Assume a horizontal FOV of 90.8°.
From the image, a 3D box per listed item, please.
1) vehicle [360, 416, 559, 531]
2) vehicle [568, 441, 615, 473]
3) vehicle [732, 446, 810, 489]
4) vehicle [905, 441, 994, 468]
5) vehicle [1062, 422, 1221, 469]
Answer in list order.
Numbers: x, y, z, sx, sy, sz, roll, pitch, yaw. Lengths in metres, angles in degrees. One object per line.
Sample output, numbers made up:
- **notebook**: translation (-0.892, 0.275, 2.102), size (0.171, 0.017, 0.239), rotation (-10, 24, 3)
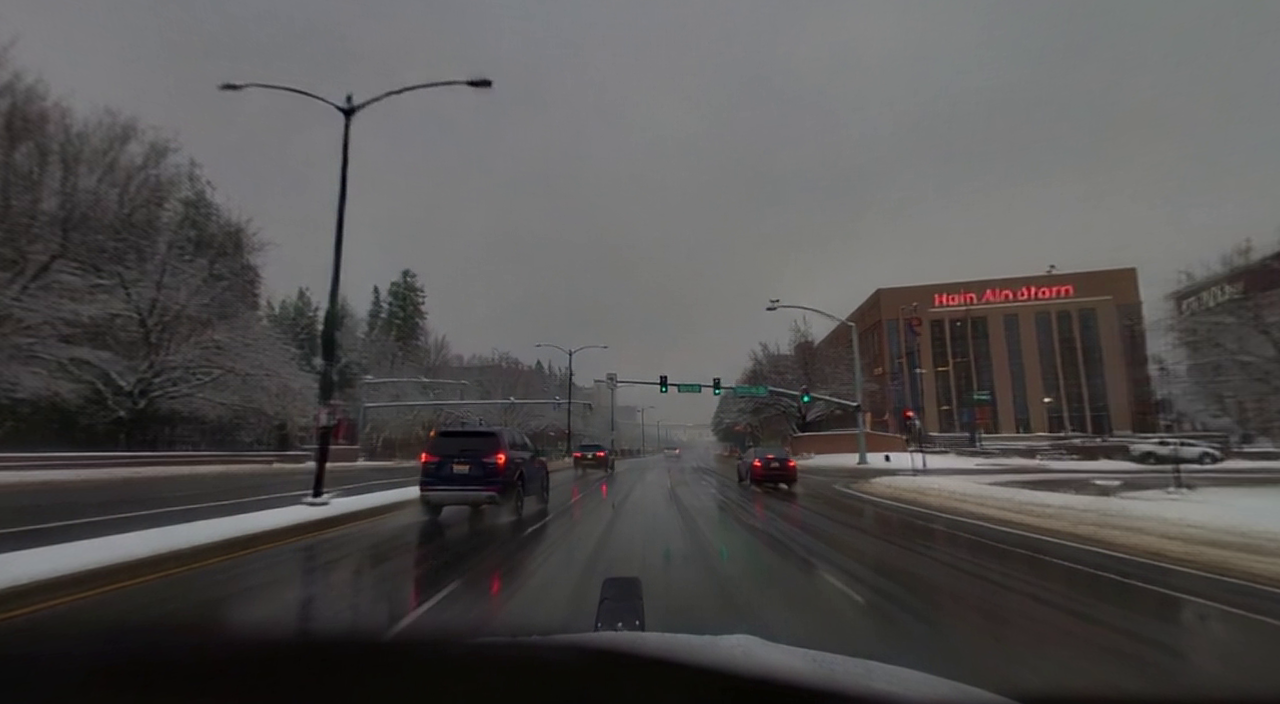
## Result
- **vehicle**: translation (-3.320, 2.409, 13.158), size (2.450, 1.866, 5.416), rotation (0, -9, 1)
- **vehicle**: translation (-2.884, 6.376, 38.669), size (2.305, 1.833, 4.912), rotation (-1, -9, 3)
- **vehicle**: translation (4.836, 4.323, 23.983), size (1.960, 1.471, 4.378), rotation (0, -9, -1)
- **vehicle**: translation (19.867, 6.555, 40.632), size (4.972, 1.547, 2.226), rotation (2, -10, -21)
- **vehicle**: translation (27.747, 5.273, 35.534), size (2.943, 2.298, 7.374), rotation (0, -9, 1)
